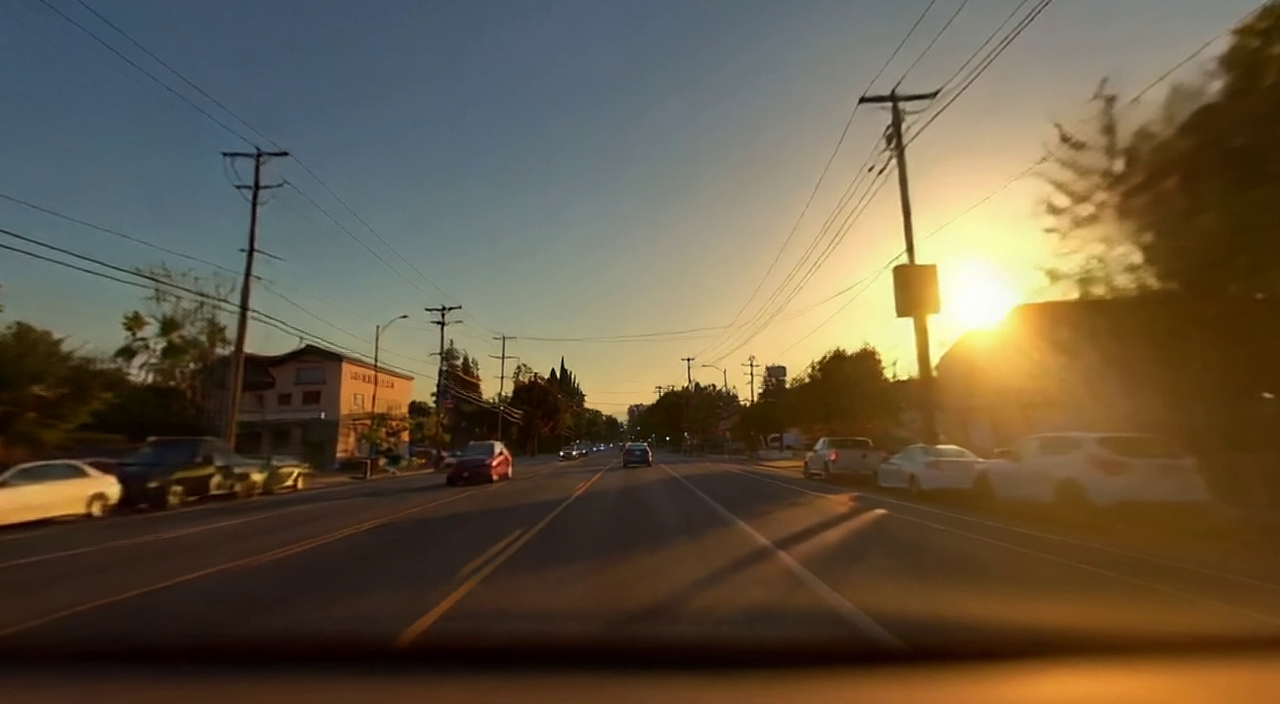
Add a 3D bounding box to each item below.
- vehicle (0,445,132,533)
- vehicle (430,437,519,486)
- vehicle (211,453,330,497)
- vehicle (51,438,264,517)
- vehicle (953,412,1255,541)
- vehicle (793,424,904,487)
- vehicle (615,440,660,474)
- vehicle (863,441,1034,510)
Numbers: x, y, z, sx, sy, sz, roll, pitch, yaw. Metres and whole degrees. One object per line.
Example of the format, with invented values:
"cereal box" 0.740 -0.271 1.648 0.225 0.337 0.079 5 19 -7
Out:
"vehicle" -14.197 2.939 13.830 2.041 1.789 5.070 0 -8 -2
"vehicle" -6.296 4.224 24.713 2.254 1.732 4.571 0 -8 0
"vehicle" -14.192 4.720 24.670 1.850 1.467 4.742 0 -8 -1
"vehicle" -14.300 3.660 19.365 2.138 1.906 5.692 -3 -8 -1
"vehicle" 7.881 2.139 11.454 2.026 1.851 4.360 0 -8 -2
"vehicle" 7.612 3.861 23.821 2.257 2.072 5.376 0 -8 -1
"vehicle" -0.140 5.182 31.512 2.067 1.547 4.513 0 -8 -1
"vehicle" 7.594 3.053 16.216 1.854 1.485 4.736 0 -8 -2
